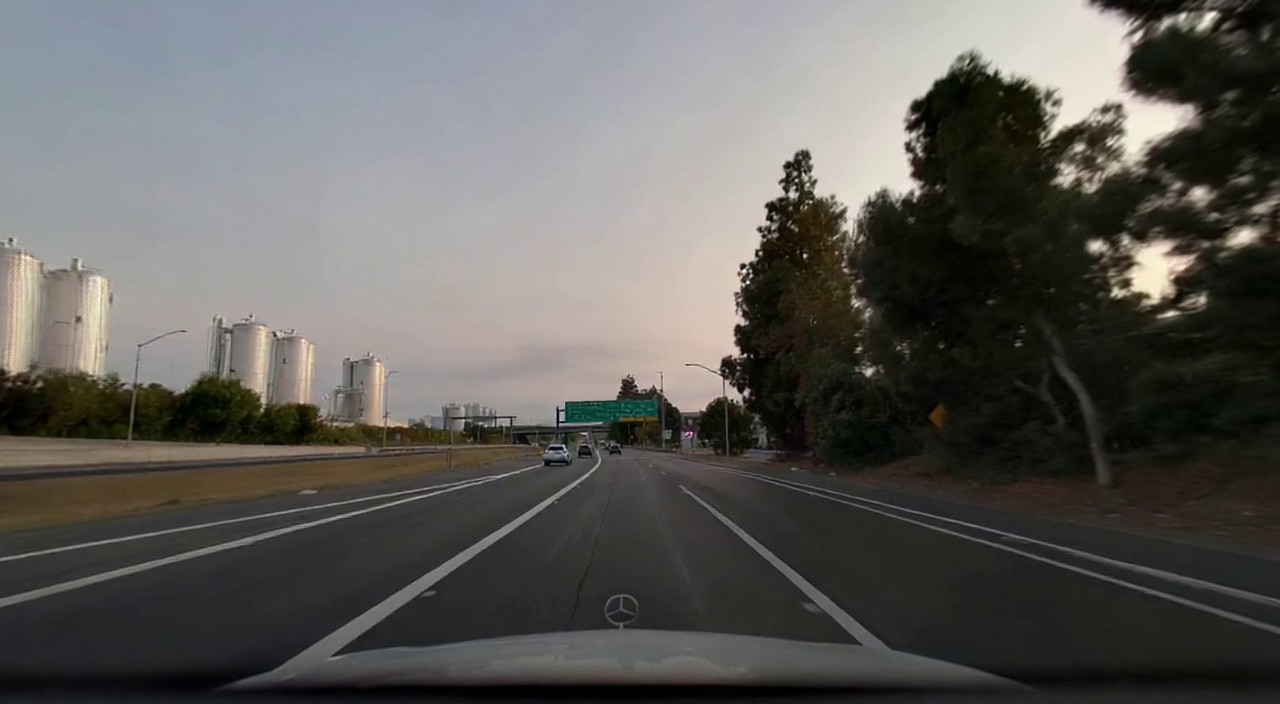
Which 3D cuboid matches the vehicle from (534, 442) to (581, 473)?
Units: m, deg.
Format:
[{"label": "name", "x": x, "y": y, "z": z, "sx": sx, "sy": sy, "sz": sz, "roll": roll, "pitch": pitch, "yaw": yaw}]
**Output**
[{"label": "vehicle", "x": -4.446, "y": 5.775, "z": 34.541, "sx": 2.012, "sy": 1.571, "sz": 4.232, "roll": 0, "pitch": -9, "yaw": 0}]
